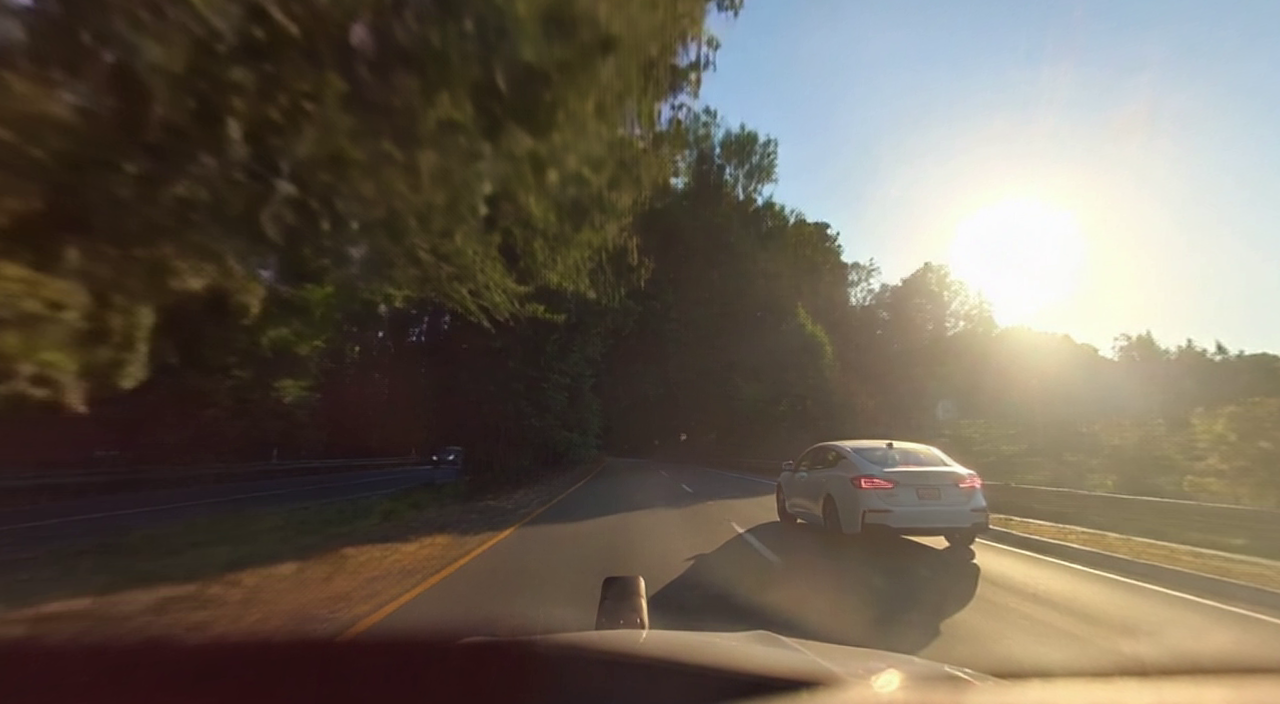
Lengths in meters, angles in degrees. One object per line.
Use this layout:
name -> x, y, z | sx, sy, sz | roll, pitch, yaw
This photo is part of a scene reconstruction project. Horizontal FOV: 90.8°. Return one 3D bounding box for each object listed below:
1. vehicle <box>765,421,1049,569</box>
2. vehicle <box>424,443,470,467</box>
vehicle -> 3.379, 1.914, 9.245 | 2.060, 1.584, 4.592 | 0, -9, -1
vehicle -> -13.990, 7.488, 46.064 | 1.978, 1.660, 4.462 | 0, -9, -1
